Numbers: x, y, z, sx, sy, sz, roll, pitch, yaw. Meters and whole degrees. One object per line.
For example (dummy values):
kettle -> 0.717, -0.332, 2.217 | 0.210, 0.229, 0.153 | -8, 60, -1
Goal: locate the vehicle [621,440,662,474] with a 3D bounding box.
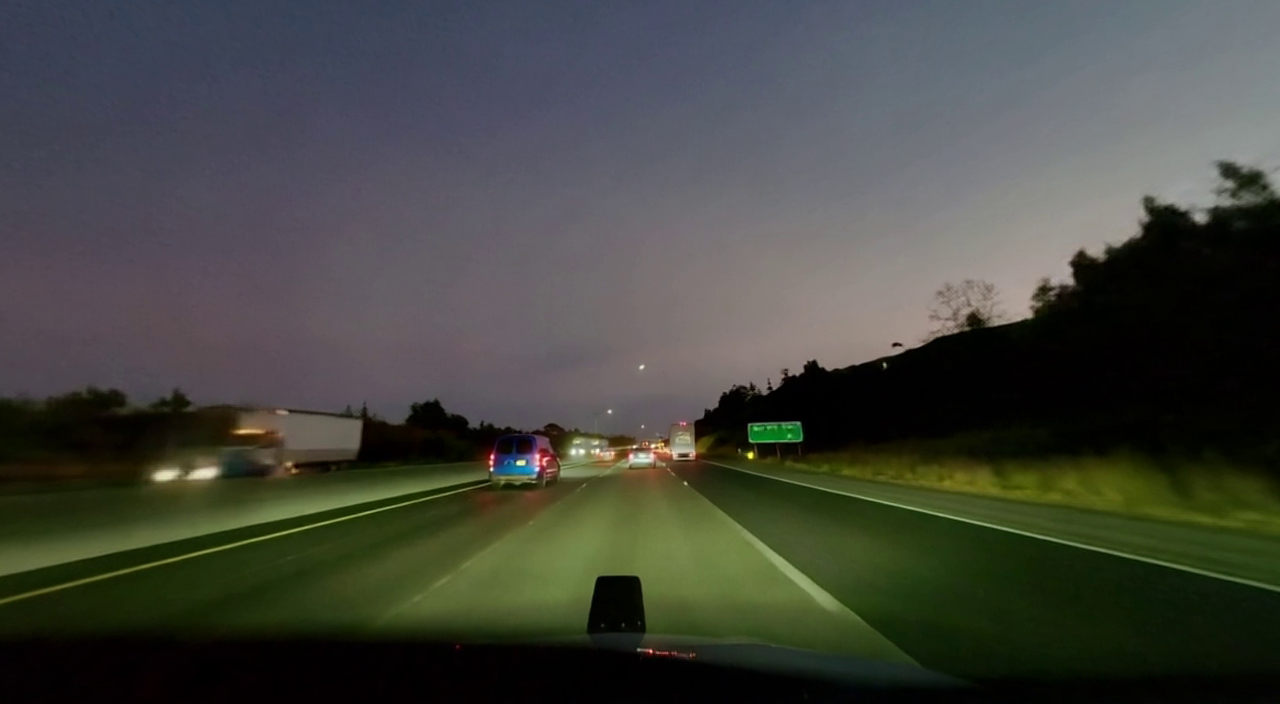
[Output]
vehicle -> 0.094, 6.038, 36.501 | 2.209, 1.825, 4.036 | 0, -9, 0

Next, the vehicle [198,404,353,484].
vehicle -> -19.300, 5.026, 34.323 | 2.893, 3.722, 8.903 | 0, -9, 1

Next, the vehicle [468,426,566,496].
vehicle -> -3.844, 3.530, 20.686 | 2.167, 1.991, 5.062 | 0, -9, 0
